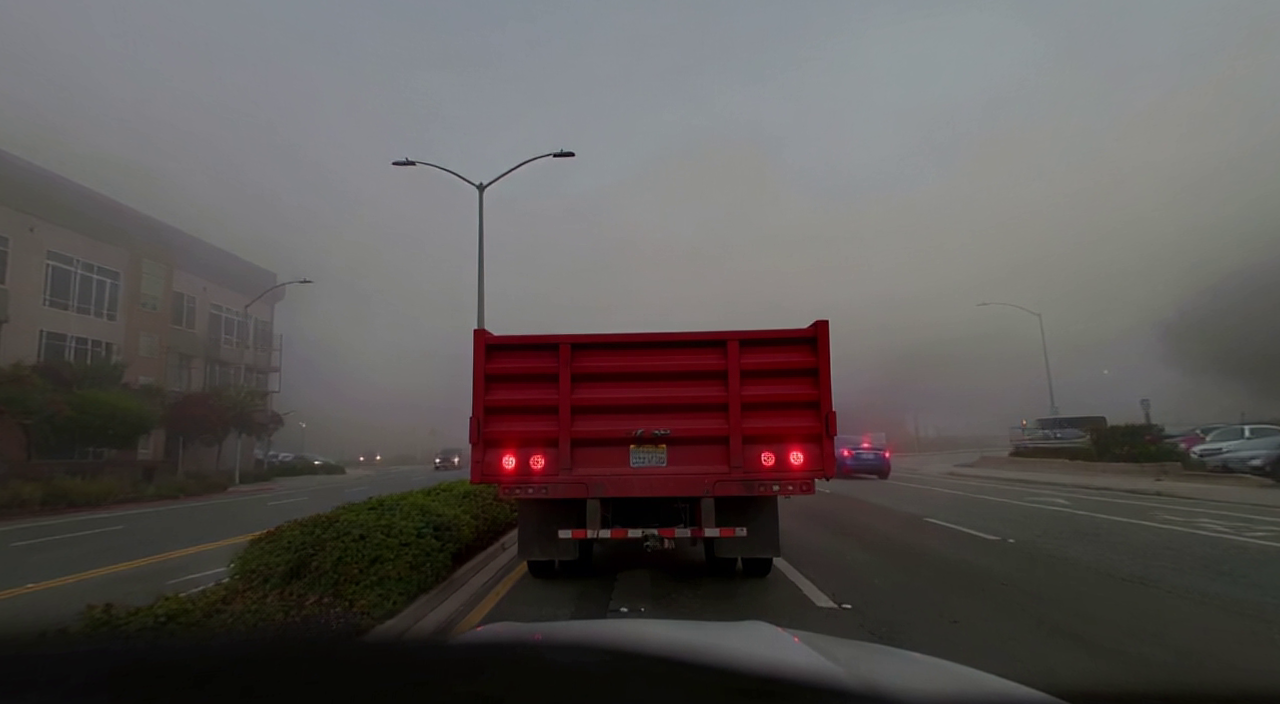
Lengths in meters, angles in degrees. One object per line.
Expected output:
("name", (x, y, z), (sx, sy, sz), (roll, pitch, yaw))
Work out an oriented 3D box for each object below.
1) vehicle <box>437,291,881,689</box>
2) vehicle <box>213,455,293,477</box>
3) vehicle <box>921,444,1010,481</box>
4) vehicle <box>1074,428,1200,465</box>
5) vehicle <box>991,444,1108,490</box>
("vehicle", (0.264, 1.317, 7.399), (2.650, 2.391, 7.008), (-1, -8, 3))
("vehicle", (-26.862, 7.908, 43.832), (4.409, 1.446, 1.862), (-1, -8, 6))
("vehicle", (14.154, 4.799, 27.731), (1.777, 1.488, 4.081), (-1, -8, 1))
("vehicle", (23.115, 4.392, 29.448), (4.171, 1.614, 1.894), (-1, -8, 1))
("vehicle", (14.288, 3.995, 22.279), (1.702, 1.475, 3.670), (-1, -8, 1))
